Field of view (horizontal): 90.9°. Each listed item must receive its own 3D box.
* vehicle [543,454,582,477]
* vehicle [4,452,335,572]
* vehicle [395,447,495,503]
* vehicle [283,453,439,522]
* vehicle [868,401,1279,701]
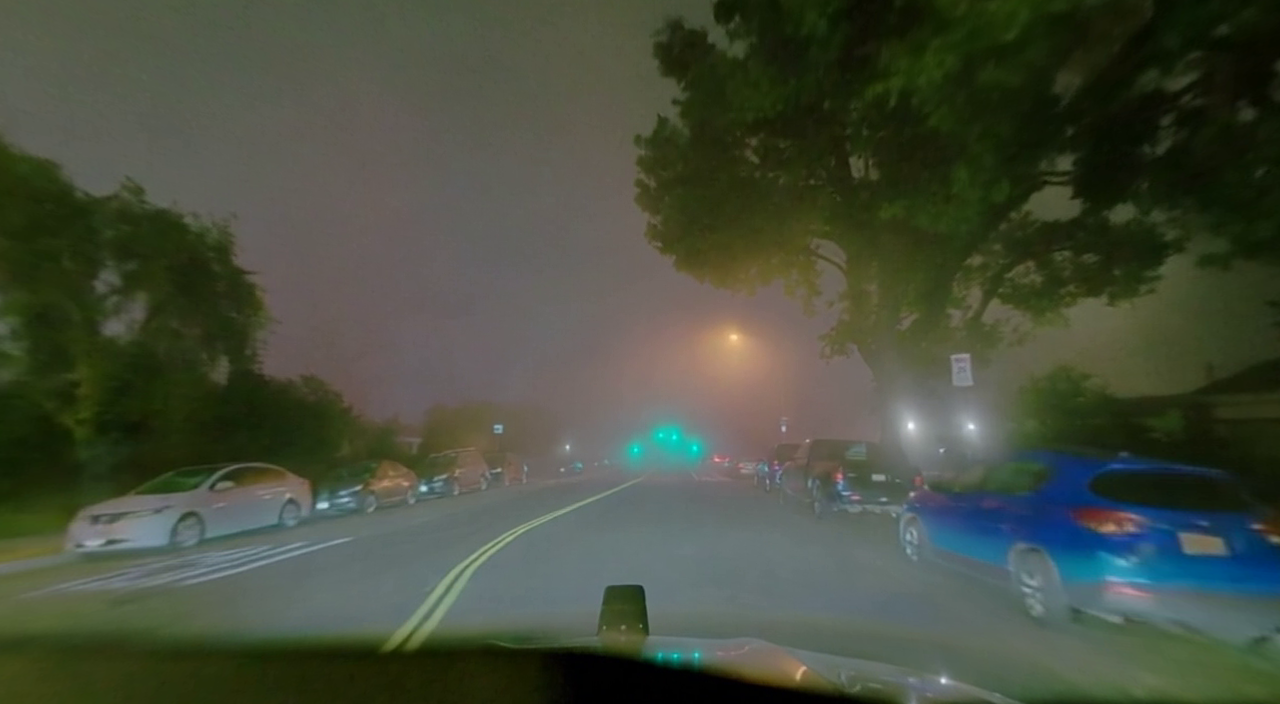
[{"bbox_3d":[-5.433,8.006,44.658,1.903,1.463,4.526,-2,-8,4],"label":"vehicle"},{"bbox_3d":[-7.361,2.493,10.704,1.963,1.470,4.671,-2,-9,1],"label":"vehicle"},{"bbox_3d":[-6.814,4.315,22.651,1.973,1.755,4.528,-1,-8,3],"label":"vehicle"},{"bbox_3d":[-7.132,3.467,16.742,1.948,1.477,4.518,-2,-9,2],"label":"vehicle"},{"bbox_3d":[4.113,1.524,6.137,2.216,1.779,4.630,0,-8,2],"label":"vehicle"}]
